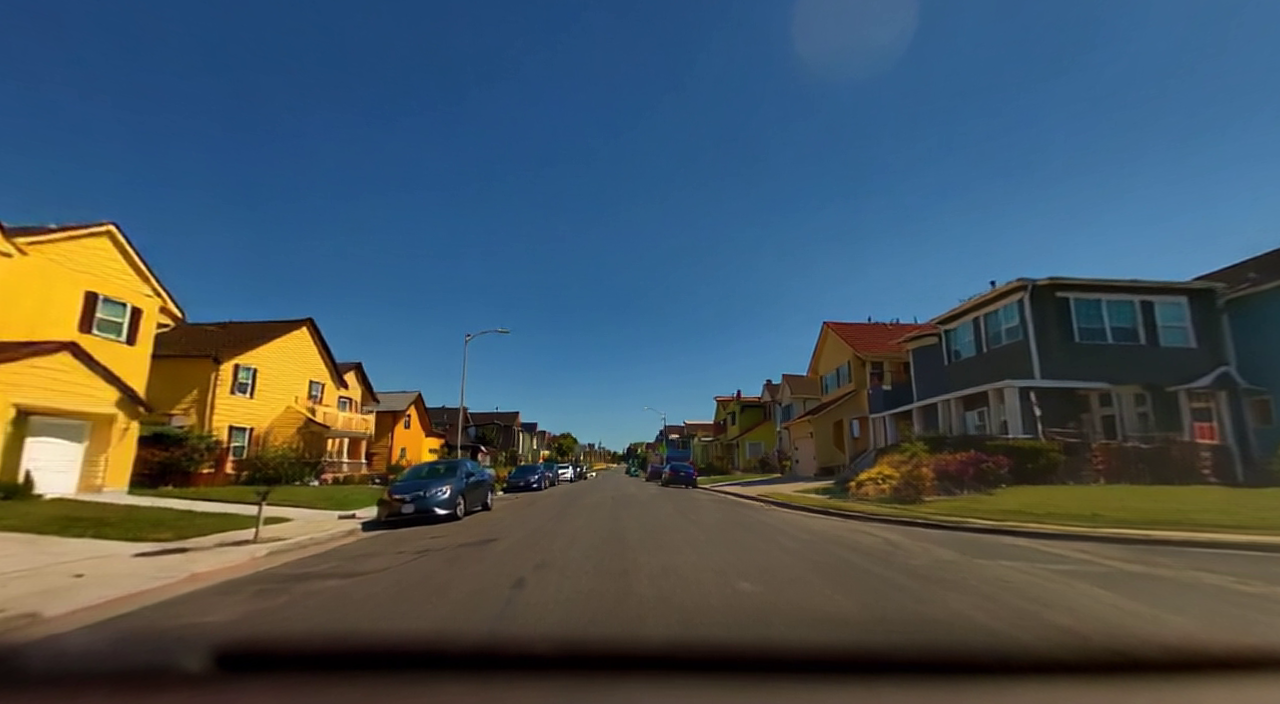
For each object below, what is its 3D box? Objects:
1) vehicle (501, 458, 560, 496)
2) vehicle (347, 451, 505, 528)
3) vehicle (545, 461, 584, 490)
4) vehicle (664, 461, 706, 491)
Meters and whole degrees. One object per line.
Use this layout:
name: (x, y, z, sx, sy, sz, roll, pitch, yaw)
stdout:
vehicle: (-4.971, 5.728, 29.278, 2.020, 1.470, 5.300, 0, -9, -3)
vehicle: (-4.665, 3.086, 14.633, 2.080, 1.471, 4.638, 1, -10, -1)
vehicle: (-4.850, 7.974, 40.939, 2.089, 1.508, 4.537, 2, -7, -2)
vehicle: (2.502, 7.026, 35.845, 1.888, 1.484, 4.476, 0, -9, -2)
